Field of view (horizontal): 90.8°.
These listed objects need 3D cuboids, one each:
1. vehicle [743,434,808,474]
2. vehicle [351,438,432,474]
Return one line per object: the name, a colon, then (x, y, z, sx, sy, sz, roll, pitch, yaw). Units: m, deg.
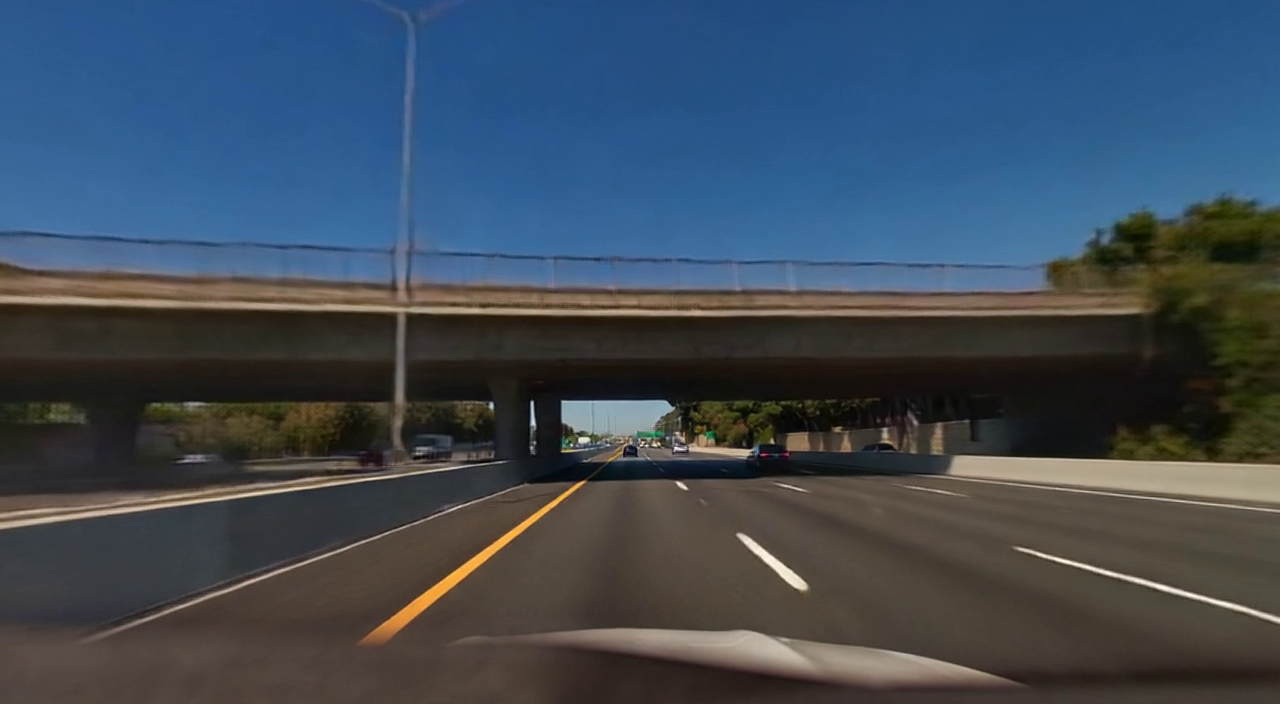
vehicle: (6.354, 4.837, 30.103, 2.030, 1.706, 4.279, 0, -9, -1)
vehicle: (-11.192, 4.714, 28.837, 1.893, 1.503, 4.471, 0, -9, 0)
